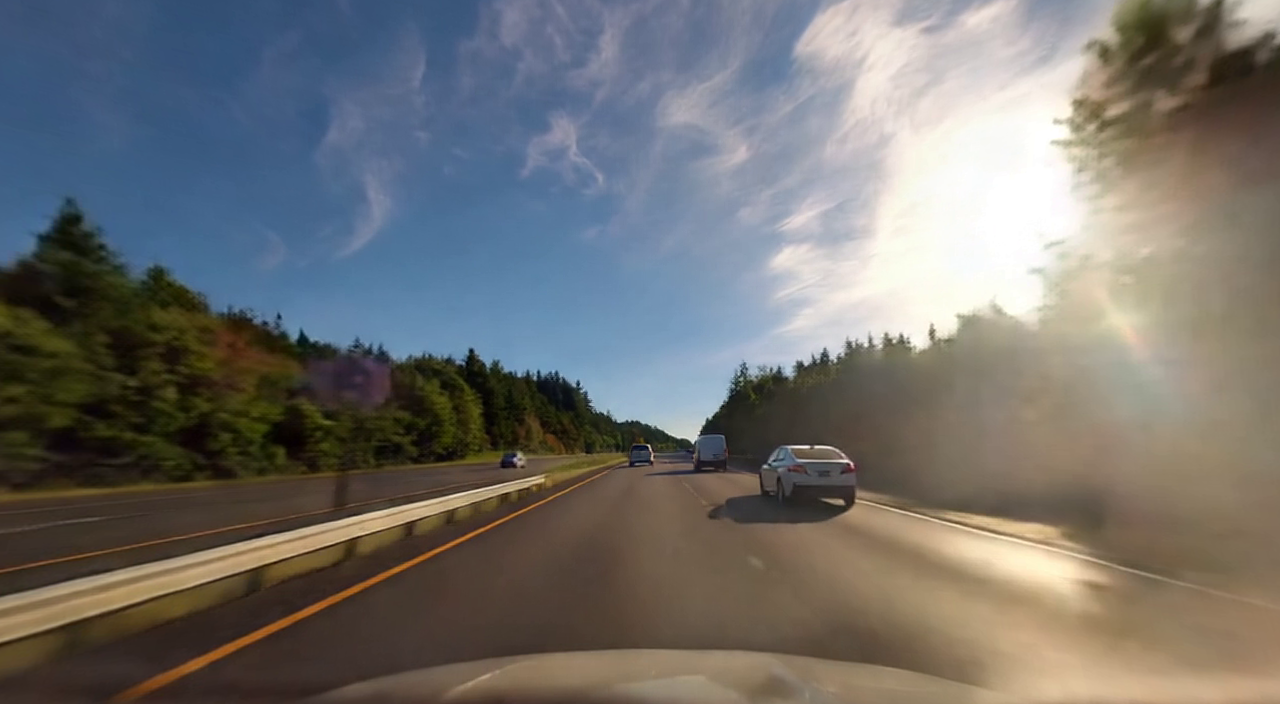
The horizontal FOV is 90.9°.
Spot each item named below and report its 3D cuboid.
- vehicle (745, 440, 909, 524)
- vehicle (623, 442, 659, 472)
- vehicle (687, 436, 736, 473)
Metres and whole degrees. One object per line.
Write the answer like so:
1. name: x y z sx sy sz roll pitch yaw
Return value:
1. vehicle: 3.665 2.646 13.466 2.043 1.431 4.922 0 -9 0
2. vehicle: 0.103 6.323 38.197 2.087 1.707 4.316 0 -9 2
3. vehicle: 4.188 6.134 37.924 2.371 2.045 4.768 0 -9 0
